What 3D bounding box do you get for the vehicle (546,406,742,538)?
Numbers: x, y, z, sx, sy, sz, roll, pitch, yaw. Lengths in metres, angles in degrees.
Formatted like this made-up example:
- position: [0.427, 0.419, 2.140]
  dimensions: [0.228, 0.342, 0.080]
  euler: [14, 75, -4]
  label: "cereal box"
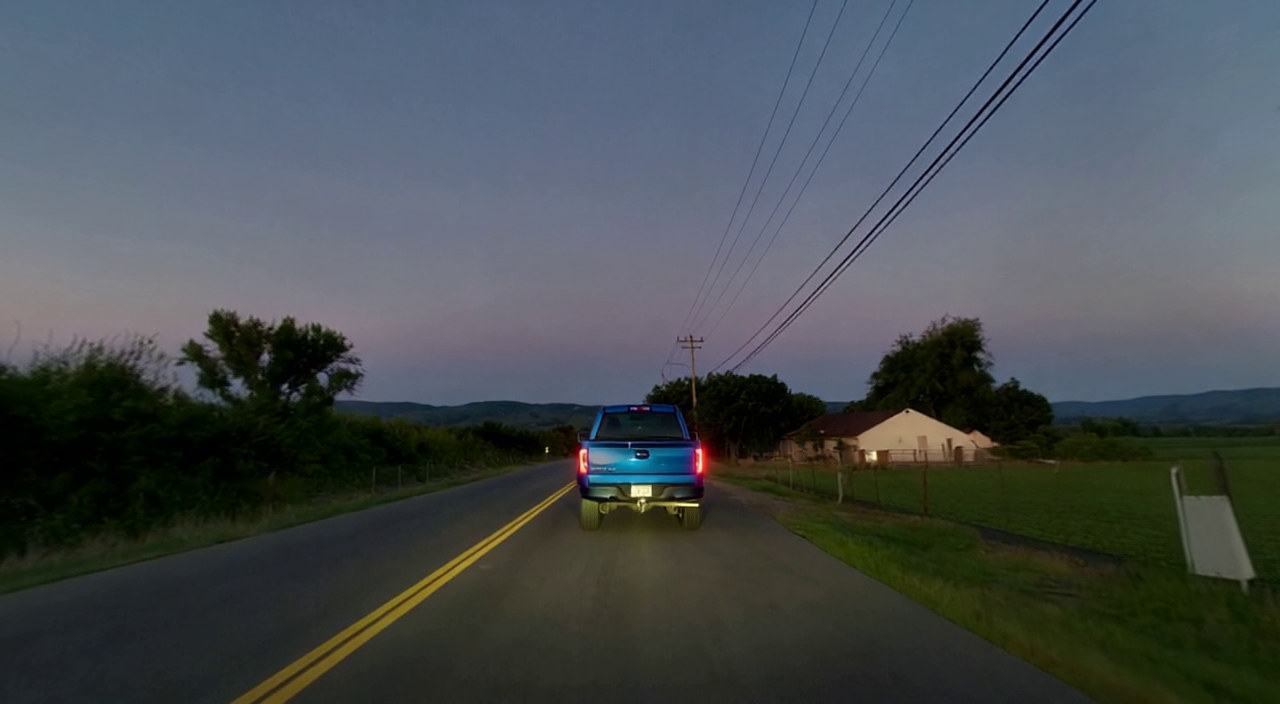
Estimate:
- position: [-0.008, 2.138, 11.987]
  dimensions: [2.774, 1.861, 5.885]
  euler: [0, -8, -1]
  label: "vehicle"
